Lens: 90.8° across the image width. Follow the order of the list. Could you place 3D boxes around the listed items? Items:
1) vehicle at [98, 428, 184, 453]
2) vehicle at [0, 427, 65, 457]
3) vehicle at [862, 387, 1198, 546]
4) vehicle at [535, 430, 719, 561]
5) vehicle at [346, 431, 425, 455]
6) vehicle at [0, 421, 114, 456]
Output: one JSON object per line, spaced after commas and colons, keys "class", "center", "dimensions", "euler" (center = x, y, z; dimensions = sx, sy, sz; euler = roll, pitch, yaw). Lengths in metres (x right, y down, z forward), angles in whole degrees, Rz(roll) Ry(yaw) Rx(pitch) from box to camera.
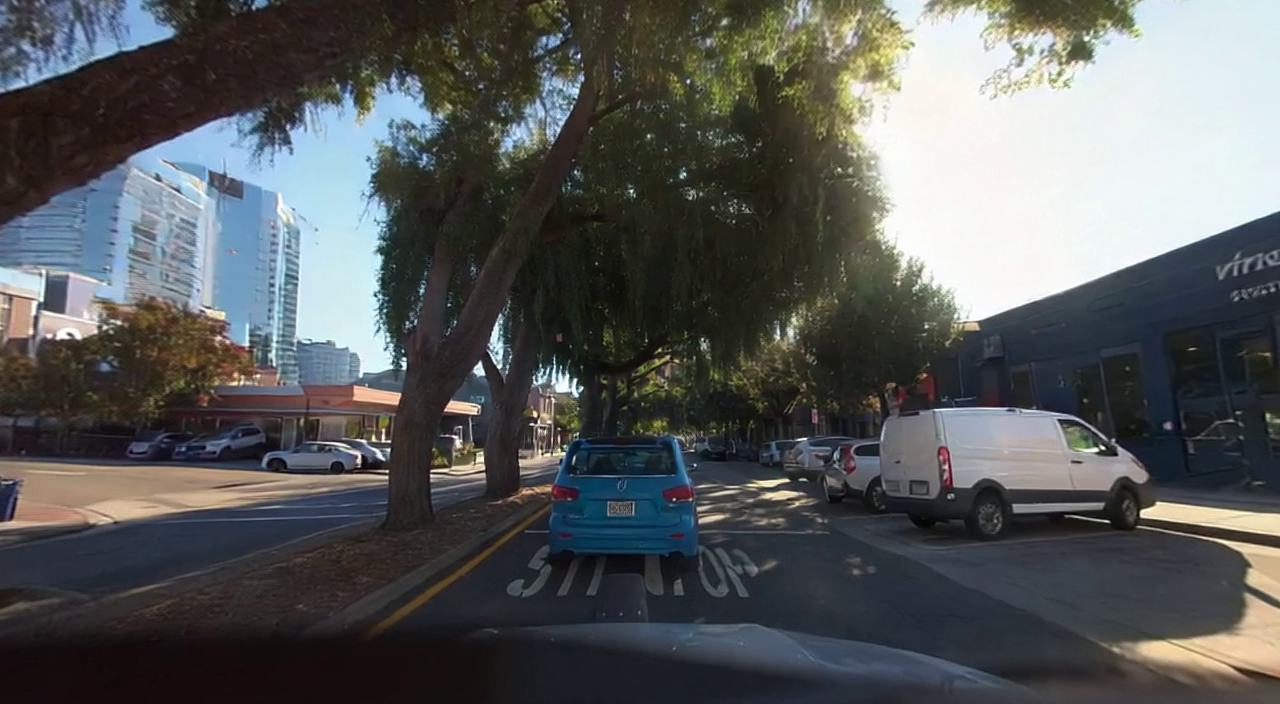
{"class": "vehicle", "center": [-31.790, 5.643, 40.301], "dimensions": [3.915, 1.574, 1.850], "euler": [0, -8, 3]}
{"class": "vehicle", "center": [-31.793, 4.508, 31.560], "dimensions": [4.168, 1.458, 1.904], "euler": [0, -8, -2]}
{"class": "vehicle", "center": [6.656, 1.868, 10.759], "dimensions": [5.385, 2.146, 2.143], "euler": [4, -9, -25]}
{"class": "vehicle", "center": [-0.226, 1.961, 9.446], "dimensions": [2.065, 1.450, 4.522], "euler": [0, -8, -2]}
{"class": "vehicle", "center": [-18.450, 6.621, 45.950], "dimensions": [4.892, 1.679, 1.927], "euler": [1, -9, -6]}
{"class": "vehicle", "center": [-31.827, 4.736, 34.371], "dimensions": [4.438, 1.814, 2.044], "euler": [0, -8, -2]}
